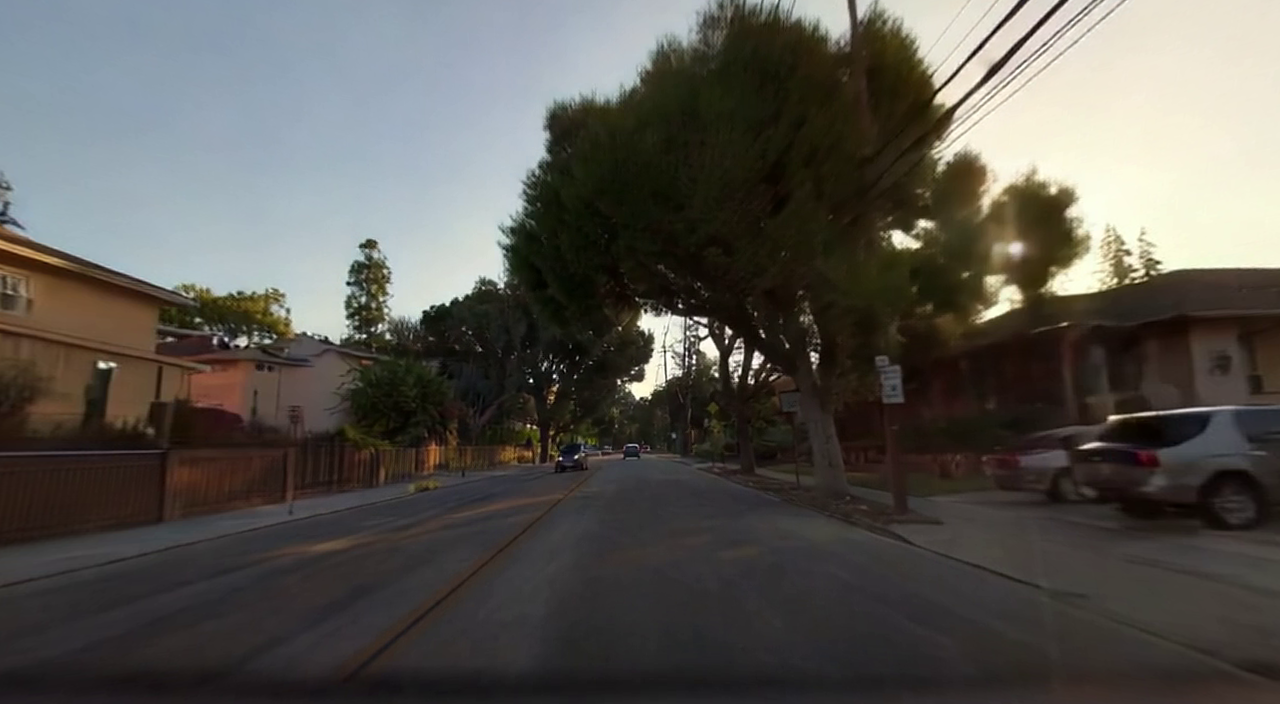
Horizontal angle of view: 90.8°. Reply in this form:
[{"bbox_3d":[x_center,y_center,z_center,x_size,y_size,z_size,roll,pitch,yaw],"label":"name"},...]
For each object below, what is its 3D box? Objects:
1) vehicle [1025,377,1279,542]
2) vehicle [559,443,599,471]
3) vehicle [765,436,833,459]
[{"bbox_3d":[9.396,1.557,9.450,5.590,2.067,2.553,0,-9,-3],"label":"vehicle"},{"bbox_3d":[-3.898,6.758,40.870,2.146,1.657,4.351,0,-9,0],"label":"vehicle"},{"bbox_3d":[12.311,7.434,49.105,4.701,1.745,2.083,0,-9,2],"label":"vehicle"}]
